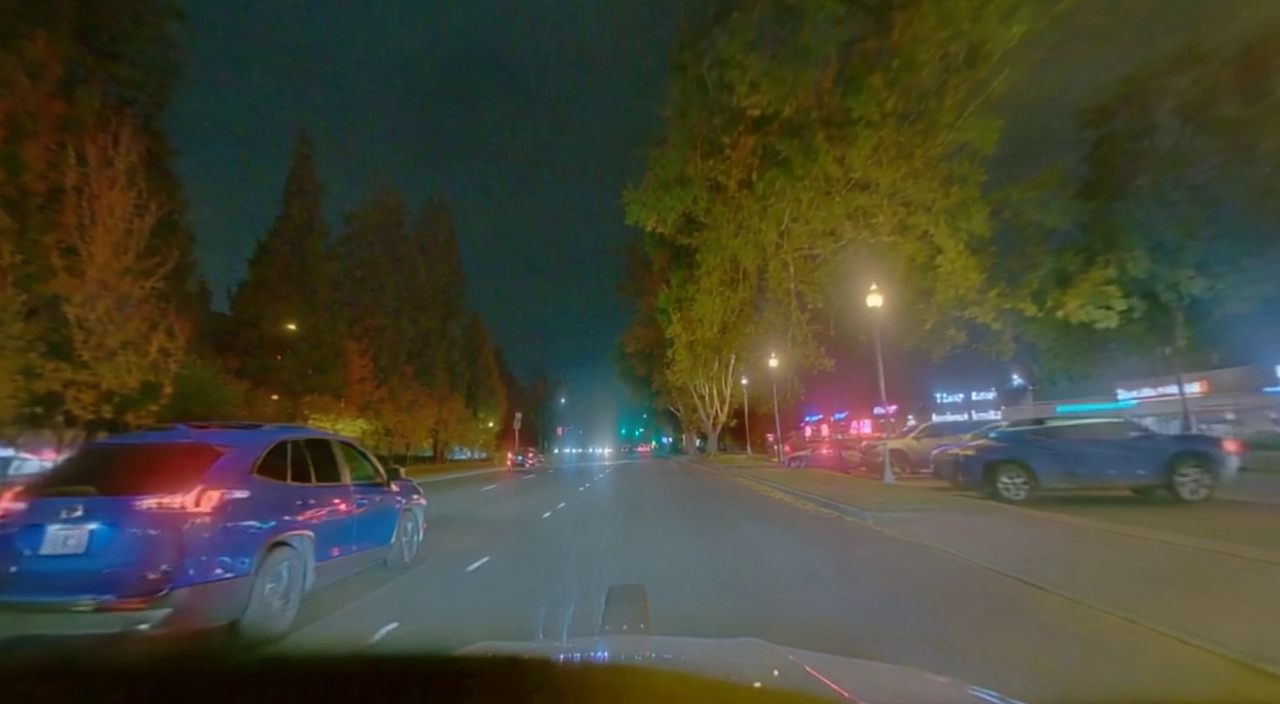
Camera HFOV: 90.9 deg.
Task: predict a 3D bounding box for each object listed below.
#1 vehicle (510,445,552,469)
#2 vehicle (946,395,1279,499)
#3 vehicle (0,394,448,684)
[{"bbox_3d":[-7.251,7.028,42.355,1.990,1.483,4.410,0,-8,0],"label":"vehicle"},{"bbox_3d":[9.169,1.886,12.584,4.978,1.874,2.079,0,-8,-1],"label":"vehicle"},{"bbox_3d":[-3.484,1.373,5.747,2.127,1.654,4.121,0,-8,0],"label":"vehicle"}]
